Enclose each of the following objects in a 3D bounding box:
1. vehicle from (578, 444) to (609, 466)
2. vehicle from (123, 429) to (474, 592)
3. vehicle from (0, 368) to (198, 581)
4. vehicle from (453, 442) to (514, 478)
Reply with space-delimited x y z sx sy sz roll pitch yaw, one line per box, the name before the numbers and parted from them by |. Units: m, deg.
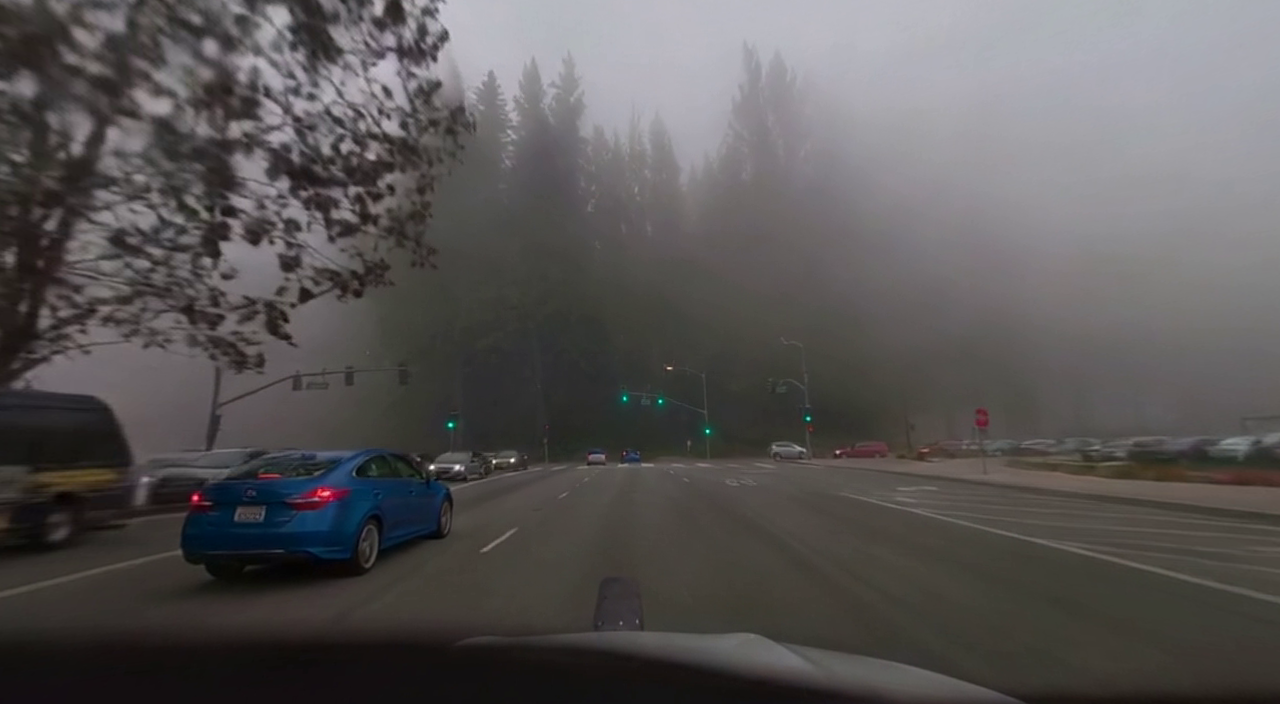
vehicle | -3.577 8.056 49.492 2.103 1.592 4.160 0 -9 0
vehicle | -3.612 1.739 7.845 1.905 1.418 4.396 0 -9 0
vehicle | -7.319 1.117 5.680 2.274 2.040 6.031 0 -9 0
vehicle | -7.737 5.371 31.614 1.964 1.627 4.147 0 -9 0
